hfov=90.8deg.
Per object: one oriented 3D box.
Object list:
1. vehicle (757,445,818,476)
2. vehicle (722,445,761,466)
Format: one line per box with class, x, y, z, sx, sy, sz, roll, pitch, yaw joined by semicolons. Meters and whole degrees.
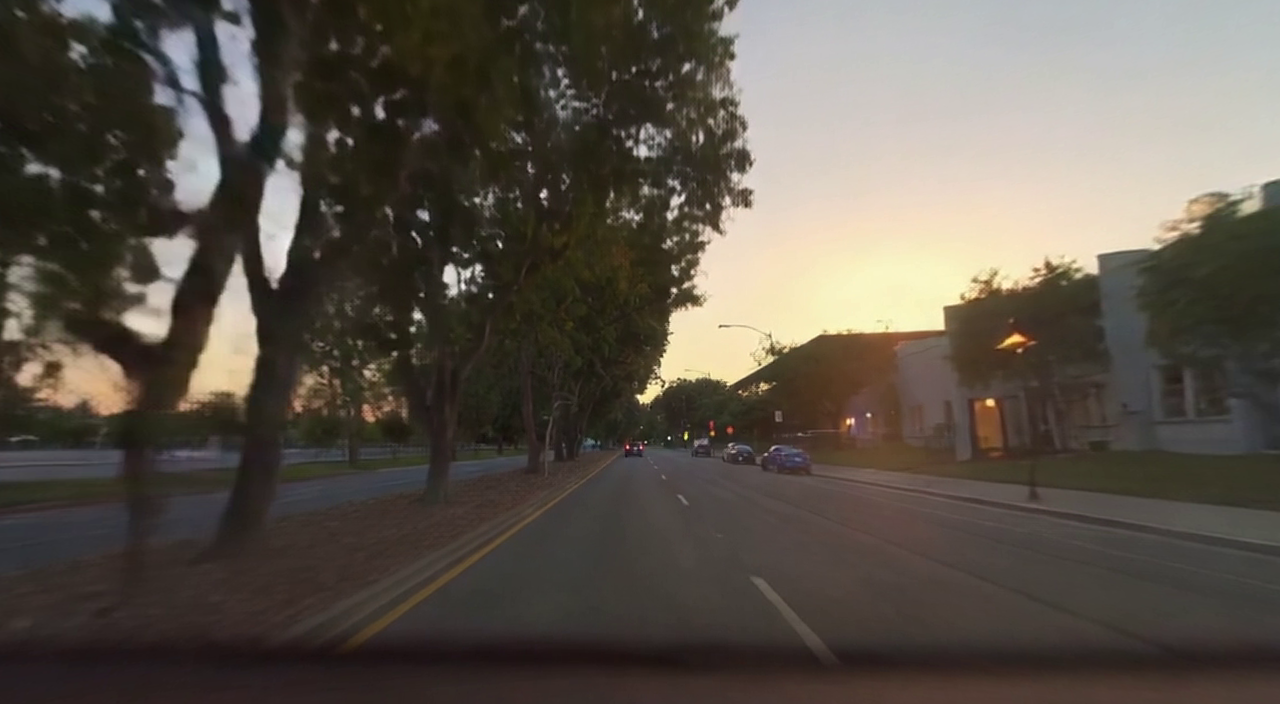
vehicle;7.468;5.521;32.479;1.991;1.446;4.685;0;-8;-1
vehicle;7.487;7.657;47.042;2.024;1.447;4.665;0;-8;-1
